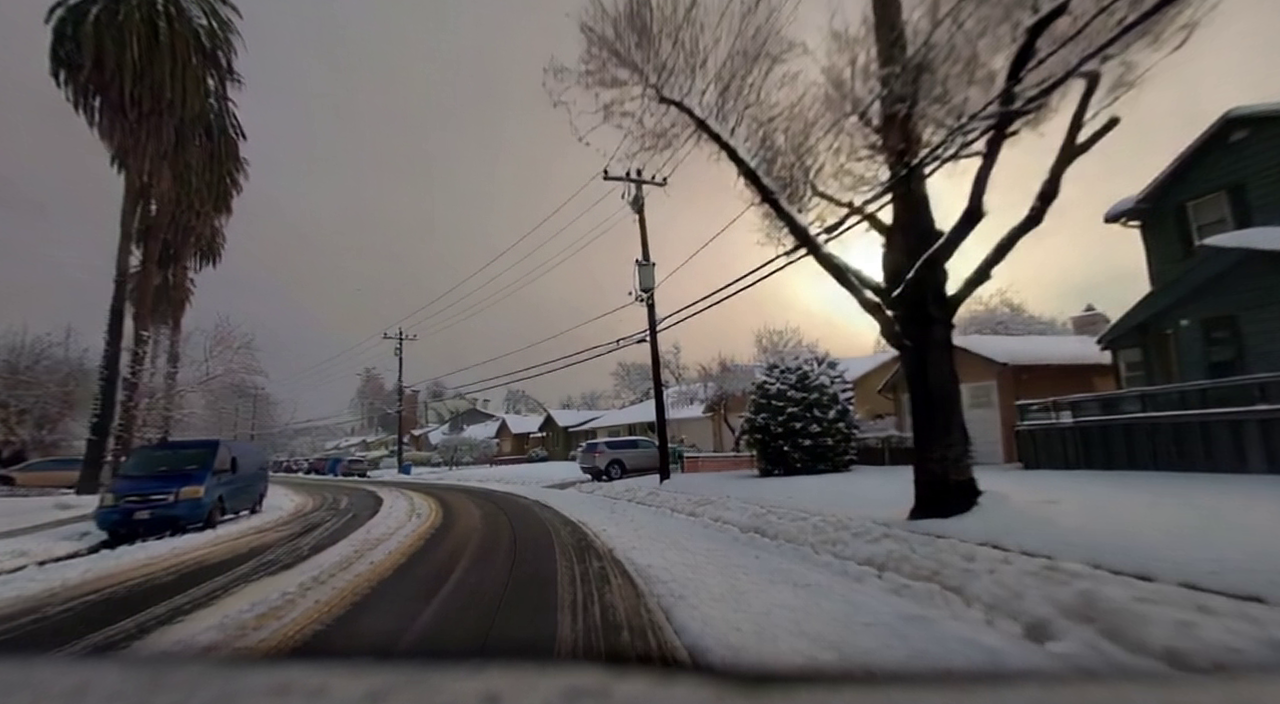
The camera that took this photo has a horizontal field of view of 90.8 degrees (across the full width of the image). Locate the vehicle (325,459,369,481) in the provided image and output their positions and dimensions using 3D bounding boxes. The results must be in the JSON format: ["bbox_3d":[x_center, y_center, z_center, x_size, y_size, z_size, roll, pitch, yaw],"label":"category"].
[{"bbox_3d":[-22.642,9.064,48.743,1.870,1.490,3.802,8,-11,-42],"label":"vehicle"}]

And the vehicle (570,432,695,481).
[{"bbox_3d":[-0.297,4.697,28.676,5.102,2.040,2.472,5,-9,-30],"label":"vehicle"}]

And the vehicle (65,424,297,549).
[{"bbox_3d":[-10.129,2.995,14.788,2.552,2.134,6.076,-1,-9,-18],"label":"vehicle"}]
